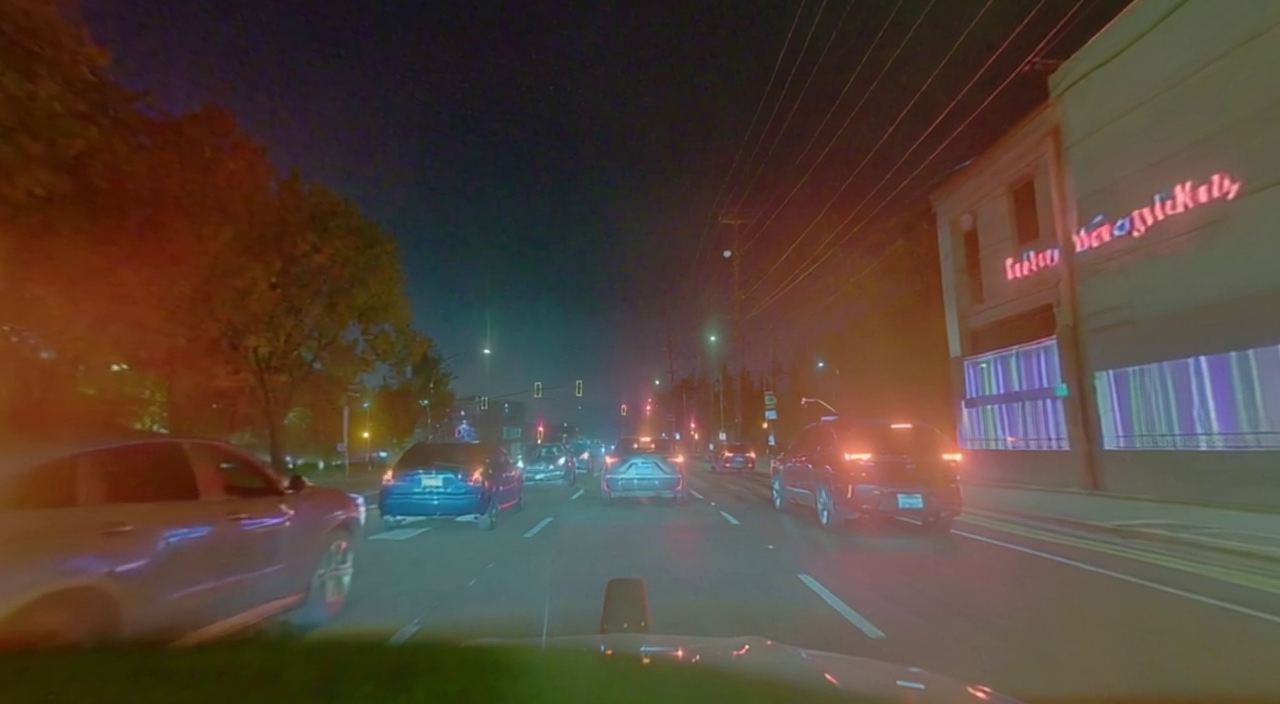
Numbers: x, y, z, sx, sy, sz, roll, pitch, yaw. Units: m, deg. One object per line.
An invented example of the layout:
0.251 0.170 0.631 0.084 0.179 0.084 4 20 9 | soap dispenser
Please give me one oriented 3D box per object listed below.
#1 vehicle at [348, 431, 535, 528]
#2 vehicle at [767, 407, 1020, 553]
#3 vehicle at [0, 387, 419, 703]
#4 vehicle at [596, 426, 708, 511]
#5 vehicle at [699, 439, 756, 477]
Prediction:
-3.498 2.346 12.226 2.124 1.500 4.626 0 -8 0 | vehicle
3.464 1.855 9.776 2.024 1.711 4.512 0 -8 0 | vehicle
-3.221 1.185 4.187 2.104 1.488 4.546 0 -8 -4 | vehicle
0.219 2.611 14.538 2.200 1.653 4.127 0 -8 0 | vehicle
3.780 4.672 28.005 1.880 1.503 4.130 0 -8 -1 | vehicle
